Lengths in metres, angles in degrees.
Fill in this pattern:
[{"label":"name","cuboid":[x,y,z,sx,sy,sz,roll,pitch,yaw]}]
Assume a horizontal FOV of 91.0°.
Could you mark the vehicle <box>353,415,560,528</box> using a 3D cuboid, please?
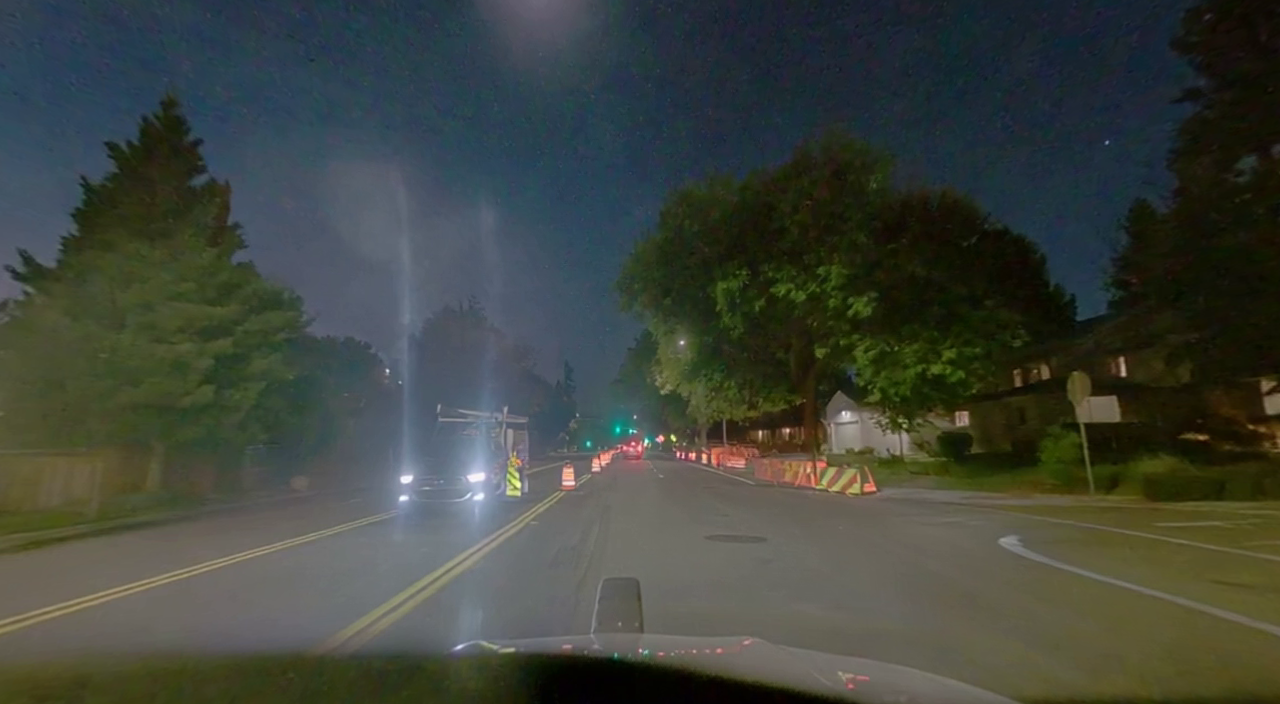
[{"label":"vehicle","cuboid":[-3.633,2.577,14.312,2.742,1.962,6.409,0,-8,0]}]
